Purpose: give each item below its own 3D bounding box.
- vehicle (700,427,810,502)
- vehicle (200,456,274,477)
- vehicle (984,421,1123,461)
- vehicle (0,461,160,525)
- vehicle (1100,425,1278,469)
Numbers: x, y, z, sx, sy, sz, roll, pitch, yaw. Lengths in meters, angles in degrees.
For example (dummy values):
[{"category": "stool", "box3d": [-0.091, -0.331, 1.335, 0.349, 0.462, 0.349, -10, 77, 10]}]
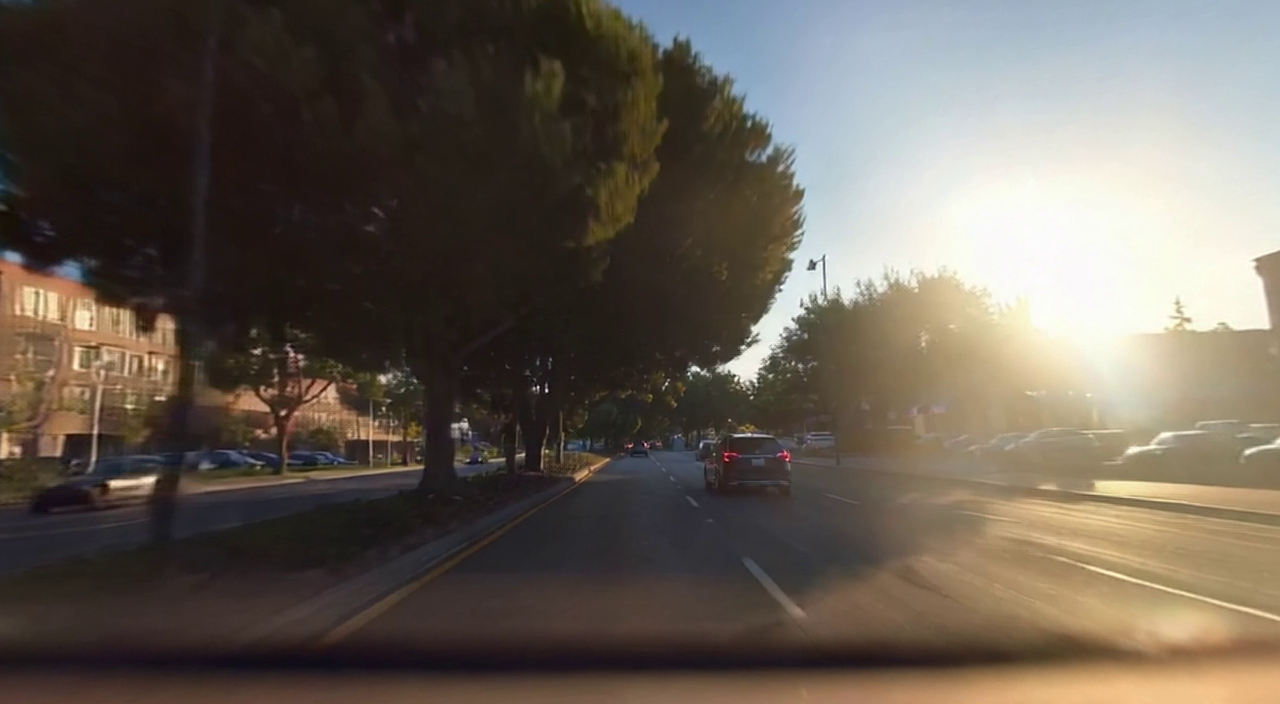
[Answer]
[{"category": "vehicle", "box3d": [2.793, 2.852, 16.407, 1.963, 1.677, 4.229, 0, -9, -1]}, {"category": "vehicle", "box3d": [-29.620, 8.423, 46.514, 4.173, 1.482, 1.818, 0, -9, 1]}, {"category": "vehicle", "box3d": [19.679, 4.286, 30.284, 4.975, 1.786, 2.223, -1, -9, 3]}, {"category": "vehicle", "box3d": [-16.316, 3.862, 17.789, 1.955, 1.428, 4.606, 0, -9, 0]}, {"category": "vehicle", "box3d": [19.203, 3.341, 22.246, 4.418, 1.461, 2.002, 0, -9, -2]}]
